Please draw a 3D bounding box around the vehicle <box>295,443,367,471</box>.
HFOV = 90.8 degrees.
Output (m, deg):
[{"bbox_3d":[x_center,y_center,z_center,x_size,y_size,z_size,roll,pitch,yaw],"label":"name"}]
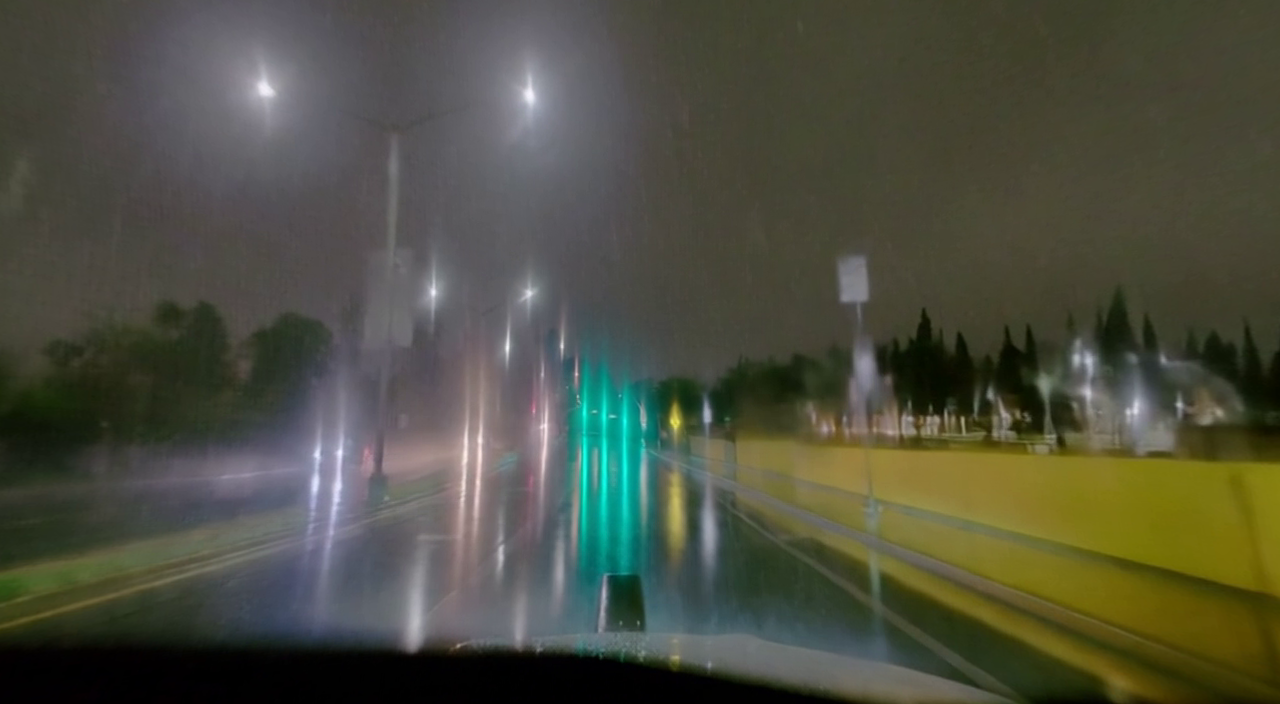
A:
[{"bbox_3d":[-17.988,6.117,37.050,1.892,1.521,4.641,0,-9,-1],"label":"vehicle"}]
